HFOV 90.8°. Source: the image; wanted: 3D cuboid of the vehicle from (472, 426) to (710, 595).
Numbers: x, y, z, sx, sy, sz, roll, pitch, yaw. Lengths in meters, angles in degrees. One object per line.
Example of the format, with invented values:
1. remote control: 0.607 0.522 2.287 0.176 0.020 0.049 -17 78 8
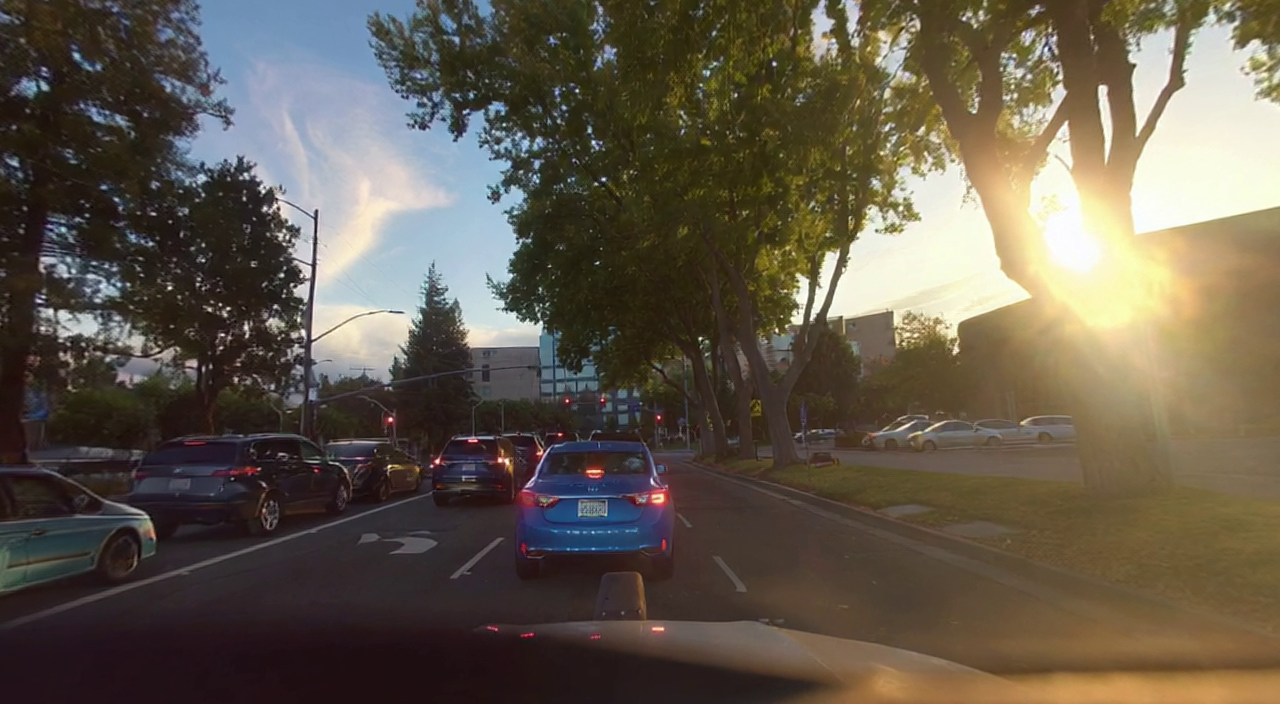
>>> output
1. vehicle: -0.420 1.711 7.631 2.104 1.472 3.946 0 -9 0

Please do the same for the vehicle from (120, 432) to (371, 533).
1. vehicle: -7.274 2.429 12.355 2.096 1.593 4.288 0 -9 1

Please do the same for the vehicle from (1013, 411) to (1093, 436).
1. vehicle: 30.246 5.264 46.446 4.627 1.671 1.929 -5 -10 28

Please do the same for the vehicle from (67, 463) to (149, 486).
1. vehicle: -36.410 8.387 43.301 3.918 1.423 1.861 0 -9 1

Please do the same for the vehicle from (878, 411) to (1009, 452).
1. vehicle: 13.927 3.704 29.228 4.975 1.809 1.956 0 -9 1

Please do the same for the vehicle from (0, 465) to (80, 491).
1. vehicle: -36.619 7.550 37.935 4.093 1.440 1.804 0 -9 -2
